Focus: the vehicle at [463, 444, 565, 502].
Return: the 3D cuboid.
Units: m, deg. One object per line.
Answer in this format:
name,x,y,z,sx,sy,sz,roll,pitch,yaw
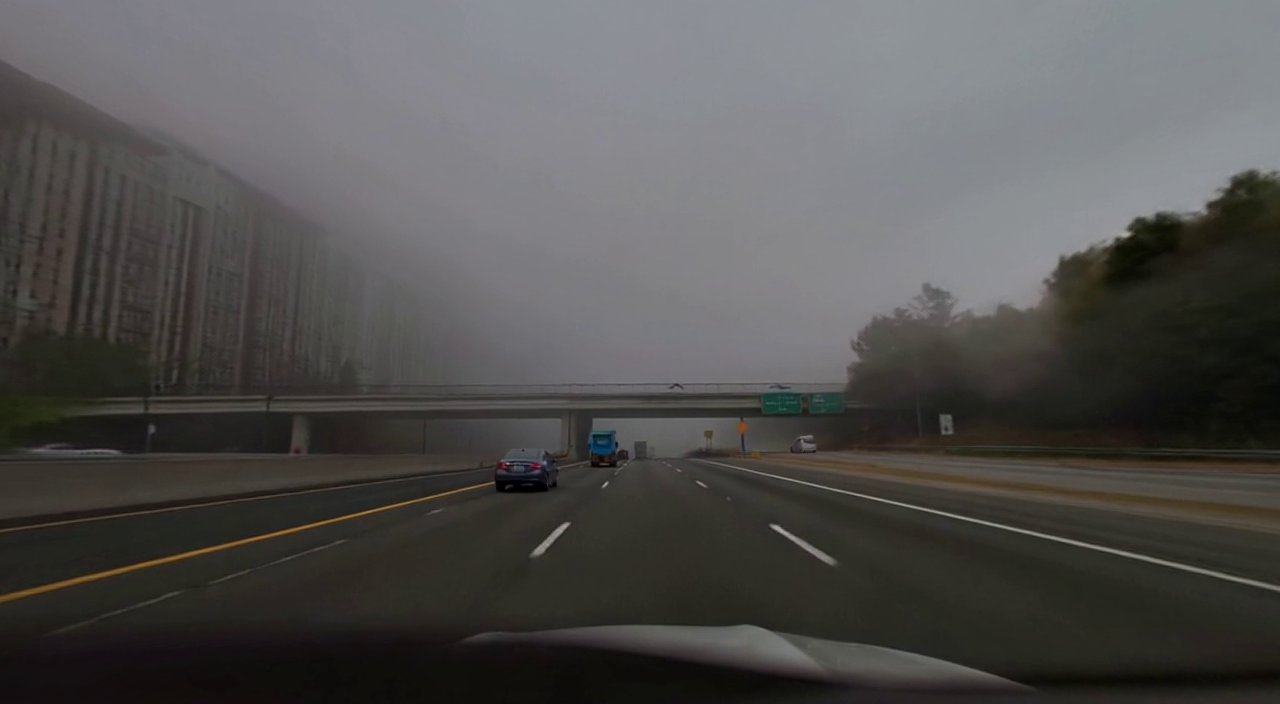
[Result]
vehicle,-3.552,3.515,18.714,2.039,1.478,4.483,0,-9,1
